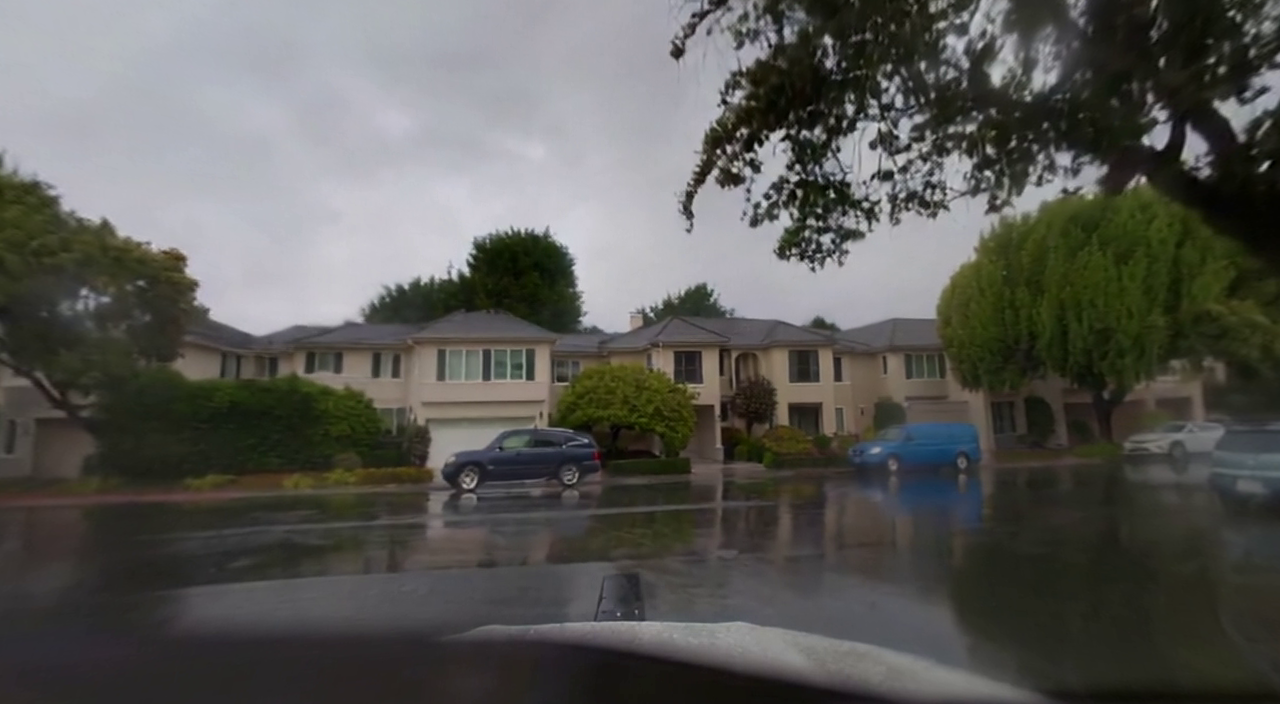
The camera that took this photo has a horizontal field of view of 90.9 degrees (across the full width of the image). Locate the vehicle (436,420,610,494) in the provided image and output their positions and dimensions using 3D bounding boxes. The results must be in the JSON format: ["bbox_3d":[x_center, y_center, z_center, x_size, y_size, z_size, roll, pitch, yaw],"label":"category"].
[{"bbox_3d":[-2.821,2.471,15.079,3.746,1.518,1.845,4,-5,-21],"label":"vehicle"}]

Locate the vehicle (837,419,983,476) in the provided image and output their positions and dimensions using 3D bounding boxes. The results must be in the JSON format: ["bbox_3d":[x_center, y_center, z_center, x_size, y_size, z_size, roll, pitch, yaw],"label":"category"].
[{"bbox_3d":[7.800,2.767,18.342,3.513,1.507,1.798,3,-7,-14],"label":"vehicle"}]

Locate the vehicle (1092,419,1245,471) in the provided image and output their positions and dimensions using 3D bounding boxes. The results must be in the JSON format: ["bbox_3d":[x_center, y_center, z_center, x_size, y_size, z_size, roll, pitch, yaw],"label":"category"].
[{"bbox_3d":[17.009,2.954,20.332,3.785,1.488,1.828,1,-6,-15],"label":"vehicle"}]
